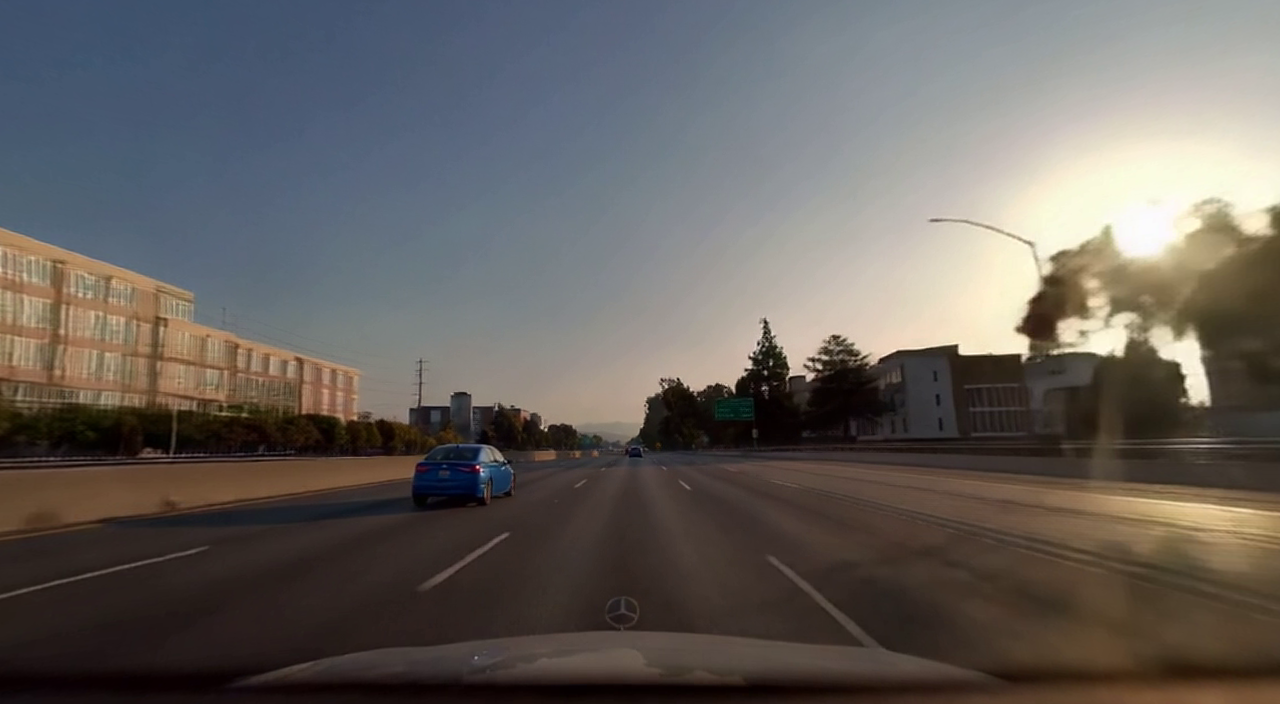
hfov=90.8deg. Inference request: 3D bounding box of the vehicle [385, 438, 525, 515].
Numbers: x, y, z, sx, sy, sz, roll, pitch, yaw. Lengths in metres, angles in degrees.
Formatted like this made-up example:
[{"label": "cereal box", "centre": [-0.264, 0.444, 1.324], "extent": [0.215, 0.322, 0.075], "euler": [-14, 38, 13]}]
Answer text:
[{"label": "vehicle", "centre": [-4.077, 2.809, 14.777], "extent": [1.900, 1.492, 4.495], "euler": [0, -9, 0]}]
